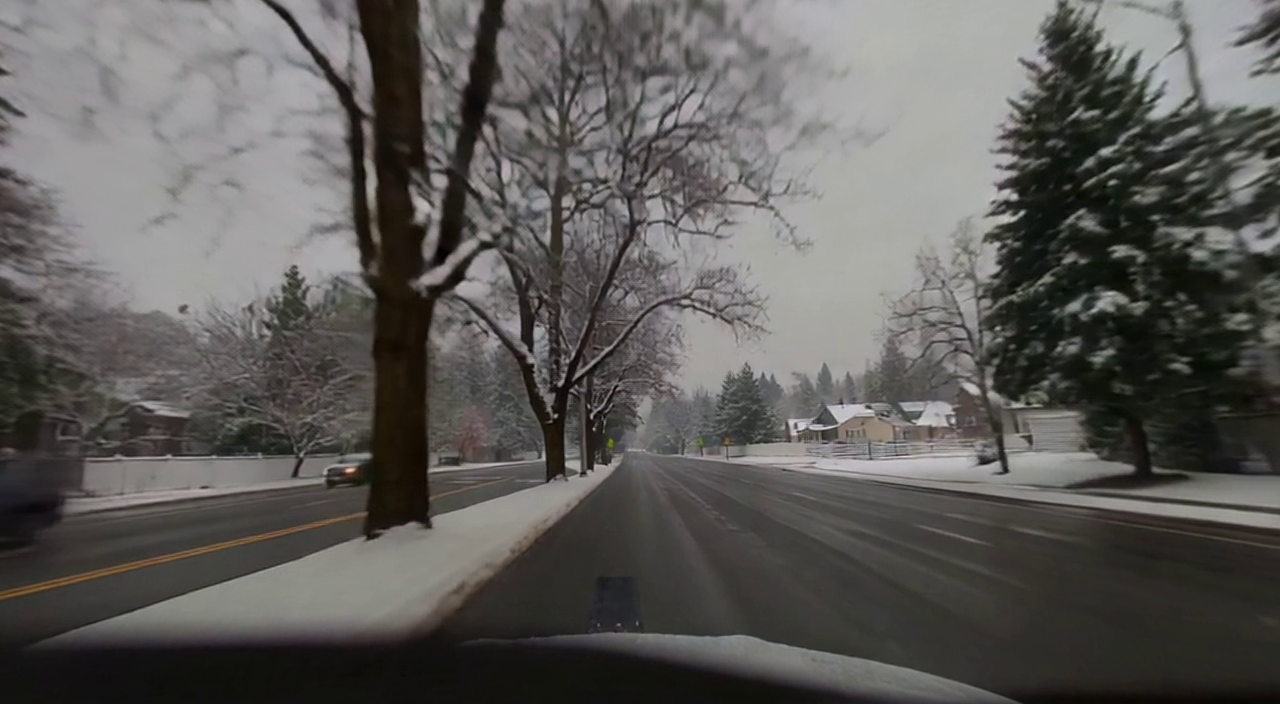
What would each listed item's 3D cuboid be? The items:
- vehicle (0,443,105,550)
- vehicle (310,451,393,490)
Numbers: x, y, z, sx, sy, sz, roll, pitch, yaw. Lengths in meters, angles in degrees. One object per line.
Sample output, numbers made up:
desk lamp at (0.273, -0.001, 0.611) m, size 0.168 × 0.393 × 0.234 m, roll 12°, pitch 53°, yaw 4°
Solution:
vehicle at (-10.473, 2.100, 8.950) m, size 2.011 × 1.553 × 4.390 m, roll 0°, pitch -8°, yaw -2°
vehicle at (-14.487, 5.943, 32.021) m, size 1.919 × 1.700 × 4.685 m, roll -1°, pitch -8°, yaw 1°
